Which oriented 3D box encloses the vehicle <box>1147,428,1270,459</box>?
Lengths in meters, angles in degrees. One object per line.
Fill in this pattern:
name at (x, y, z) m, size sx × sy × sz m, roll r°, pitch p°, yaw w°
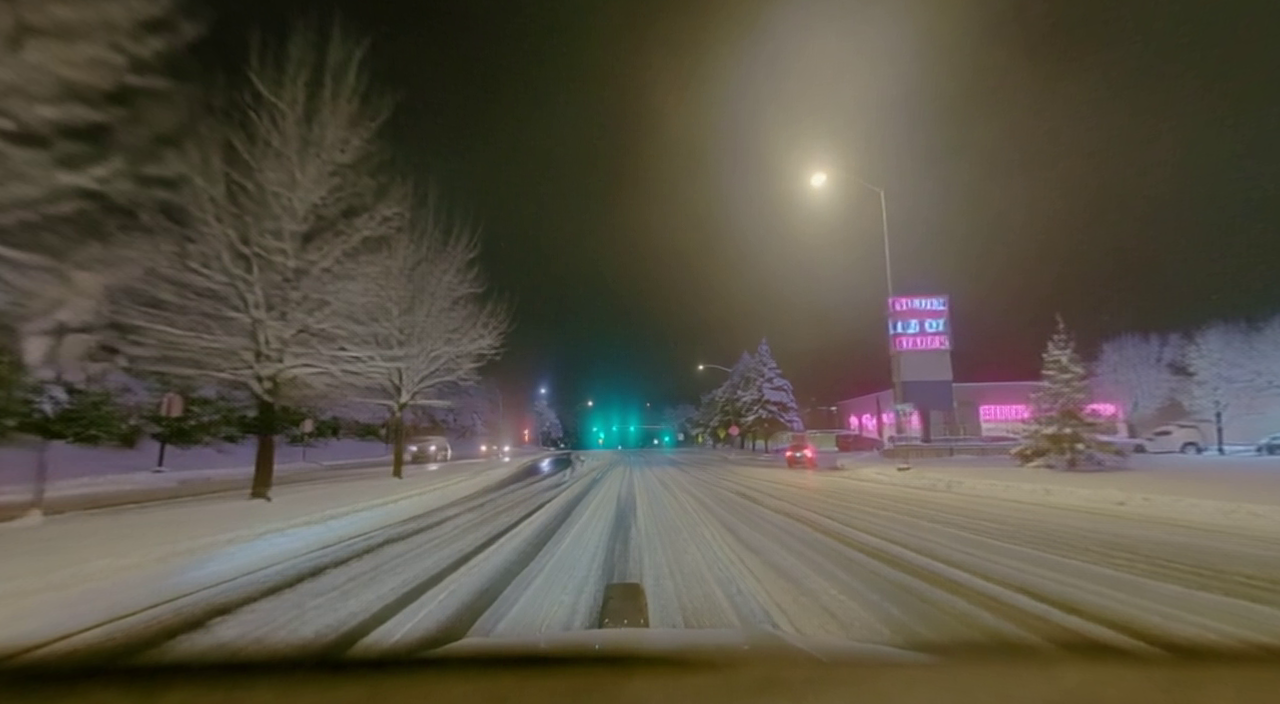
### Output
vehicle at (36.374, 5.887, 40.503) m, size 5.218 × 1.927 × 2.387 m, roll -1°, pitch -9°, yaw 10°
